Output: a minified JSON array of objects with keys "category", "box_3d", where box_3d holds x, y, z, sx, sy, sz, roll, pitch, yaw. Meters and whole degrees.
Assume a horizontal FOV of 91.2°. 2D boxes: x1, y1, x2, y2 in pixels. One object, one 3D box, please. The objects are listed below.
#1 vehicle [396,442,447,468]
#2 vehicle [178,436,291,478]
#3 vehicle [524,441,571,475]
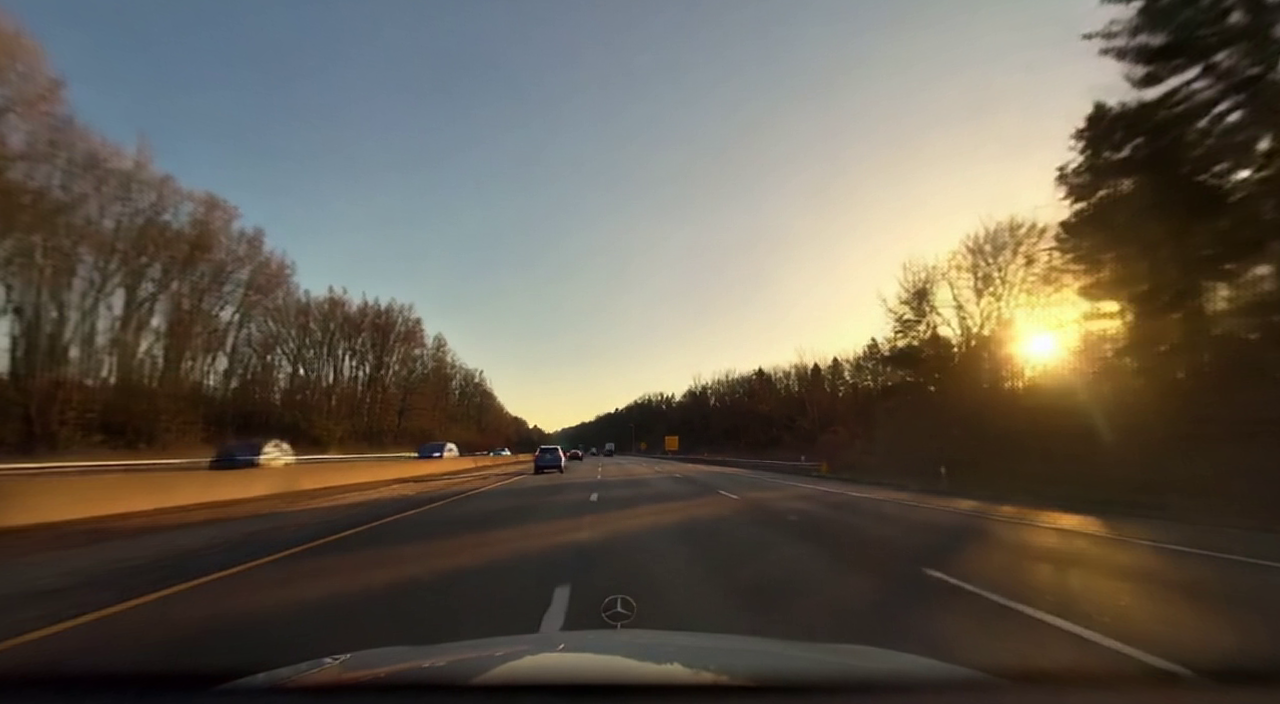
[{"category":"vehicle","box_3d":[-13.835,6.533,39.930,1.897,1.523,4.603,0,-9,-4]},{"category":"vehicle","box_3d":[-17.152,4.472,26.857,1.899,1.607,4.653,0,-9,-3]},{"category":"vehicle","box_3d":[-4.890,5.676,33.809,2.151,1.693,4.201,0,-9,-3]}]
